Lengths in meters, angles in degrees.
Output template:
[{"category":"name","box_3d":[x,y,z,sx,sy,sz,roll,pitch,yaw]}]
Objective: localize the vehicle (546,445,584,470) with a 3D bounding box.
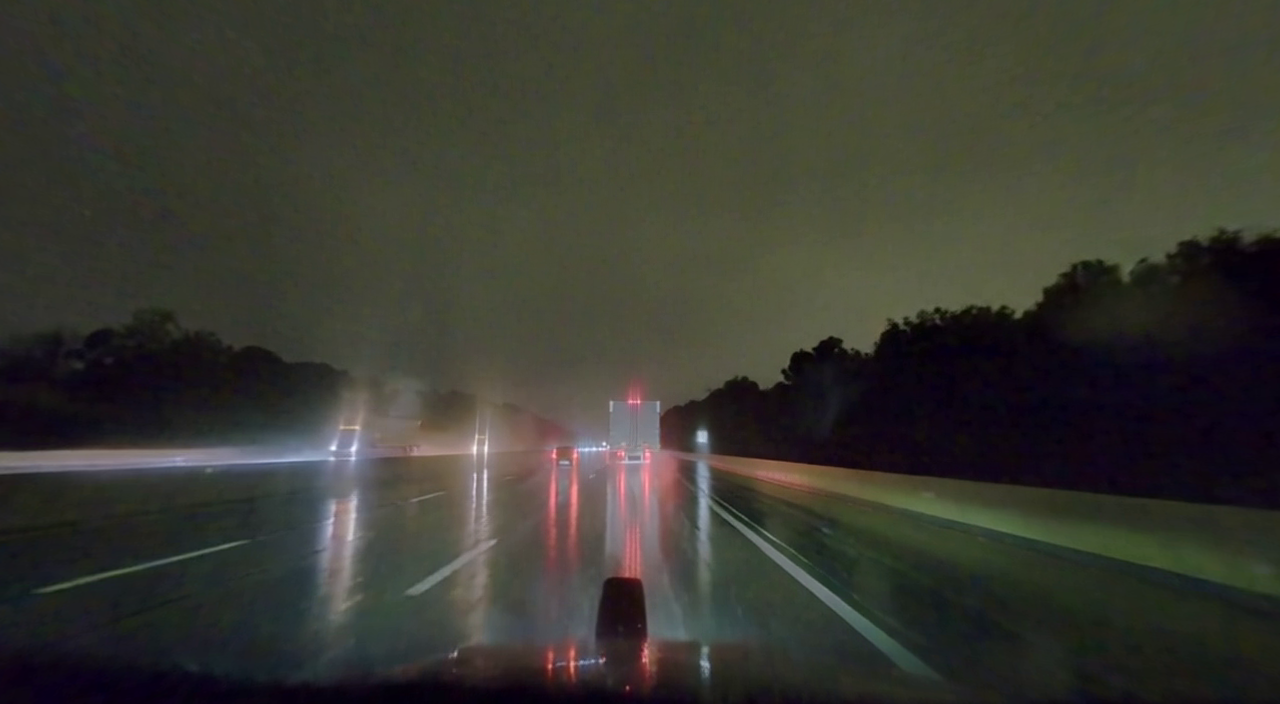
[{"category":"vehicle","box_3d":[-4.709,6.695,40.336,1.892,1.471,5.047,0,-9,-1]}]
